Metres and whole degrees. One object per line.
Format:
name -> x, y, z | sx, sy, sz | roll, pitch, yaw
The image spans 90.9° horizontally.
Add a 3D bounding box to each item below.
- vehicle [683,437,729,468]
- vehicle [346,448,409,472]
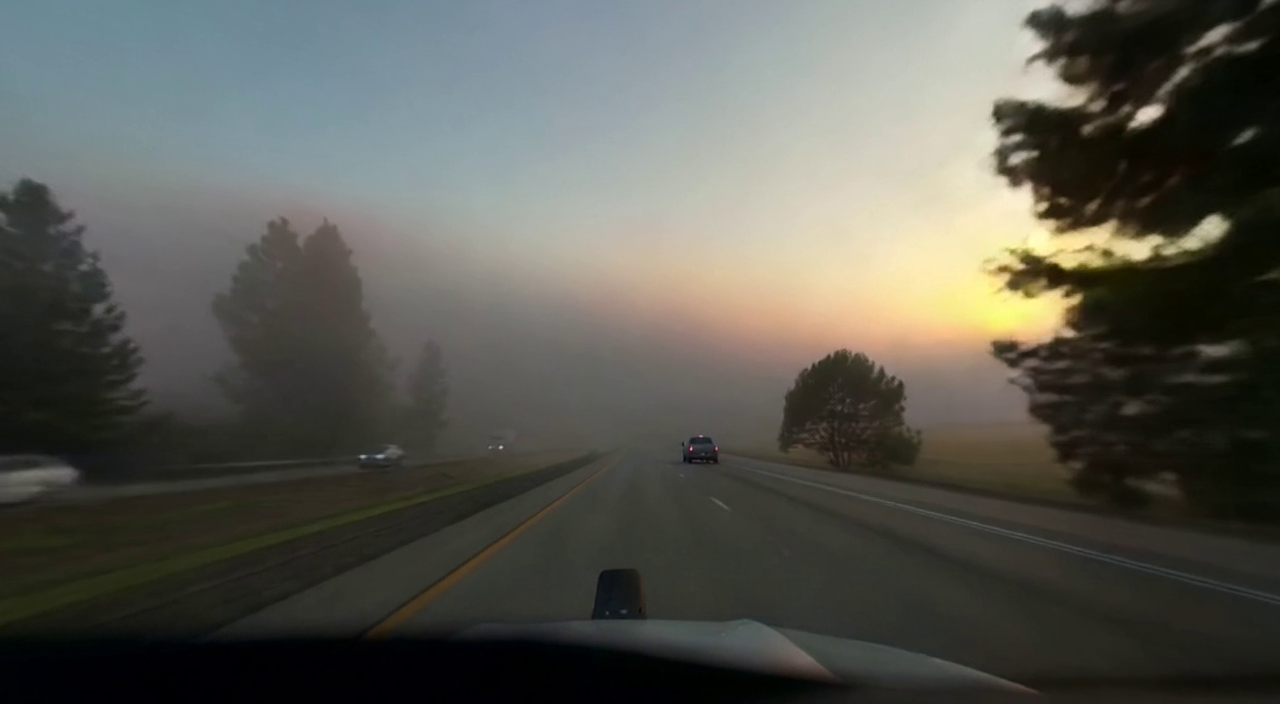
vehicle -> 3.720, 5.771, 36.228 | 2.157, 1.640, 4.056 | -1, -9, 0
vehicle -> -17.394, 7.168, 42.071 | 2.239, 1.462, 4.480 | -1, -9, 0
